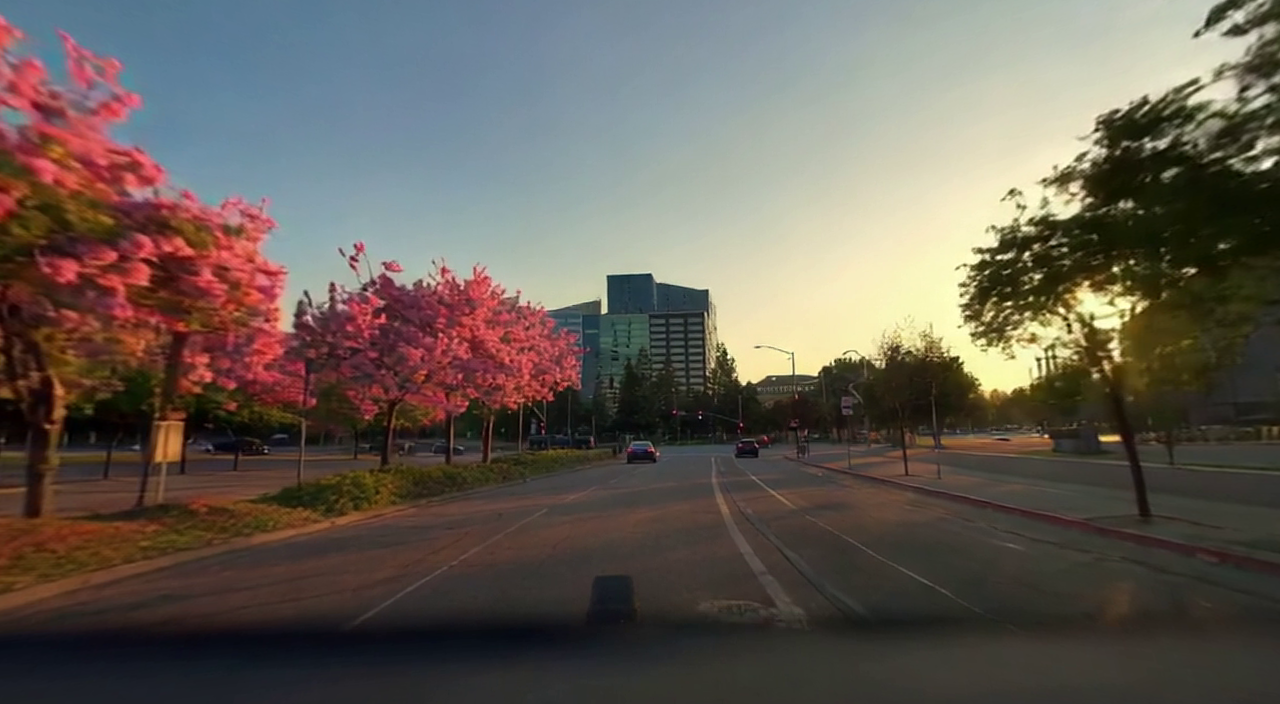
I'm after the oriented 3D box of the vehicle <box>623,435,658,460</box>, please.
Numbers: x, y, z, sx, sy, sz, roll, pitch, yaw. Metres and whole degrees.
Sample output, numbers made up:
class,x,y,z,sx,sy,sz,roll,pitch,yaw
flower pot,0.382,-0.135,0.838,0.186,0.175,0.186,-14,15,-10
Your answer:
class,x,y,z,sx,sy,sz,roll,pitch,yaw
vehicle,0.087,6.914,45.515,1.995,1.703,4.367,-1,-9,7
